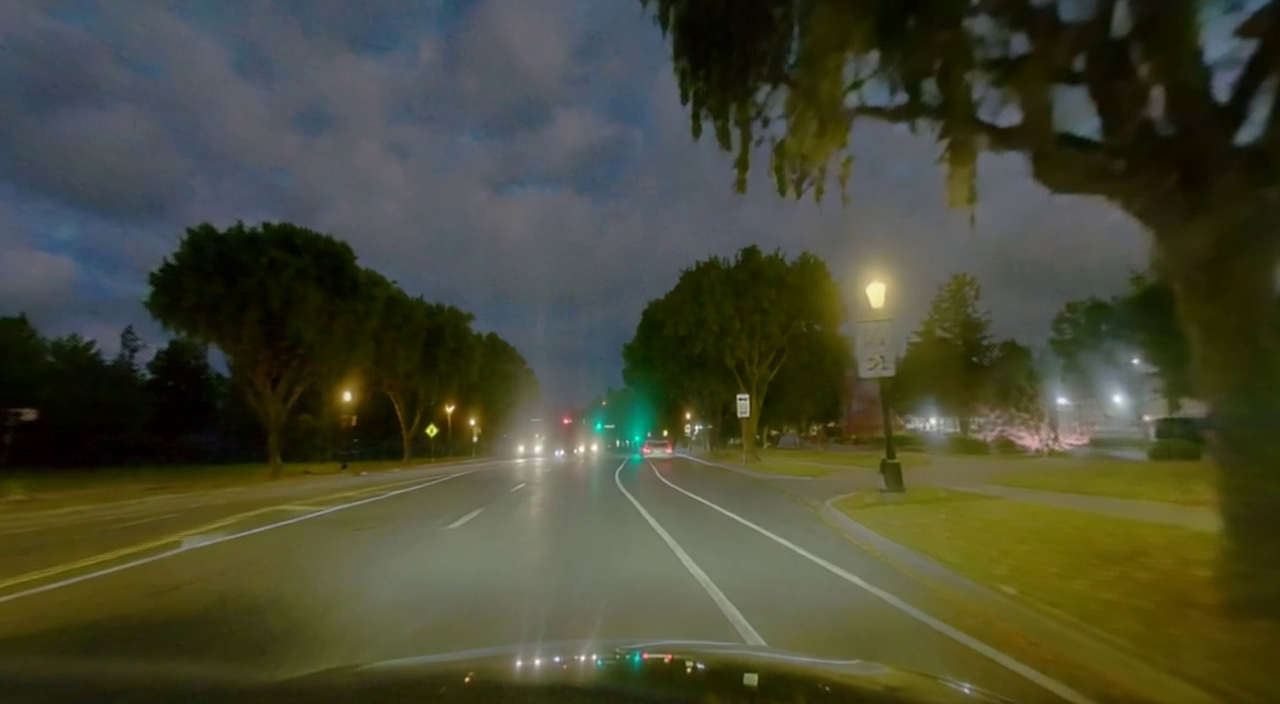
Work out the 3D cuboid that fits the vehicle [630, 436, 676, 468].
[{"bbox_3d":[0.646,4.866,31.132,2.111,1.466,4.223,0,-7,1],"label":"vehicle"}]
